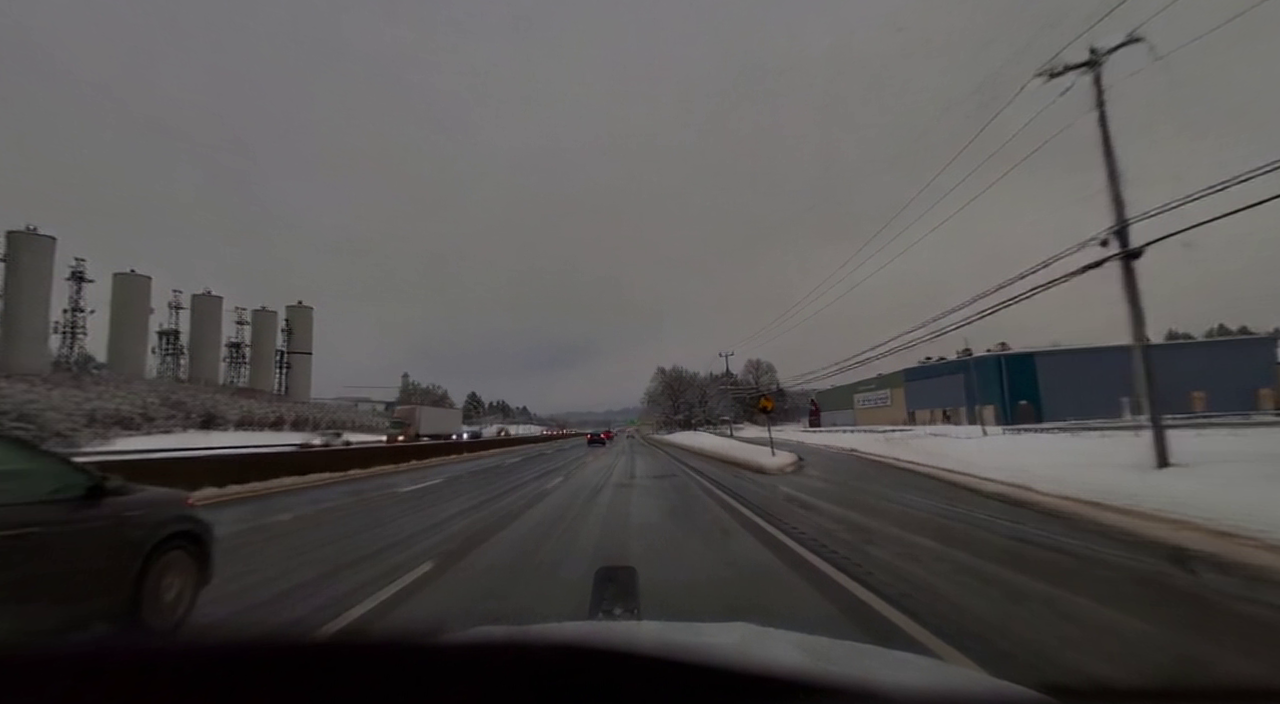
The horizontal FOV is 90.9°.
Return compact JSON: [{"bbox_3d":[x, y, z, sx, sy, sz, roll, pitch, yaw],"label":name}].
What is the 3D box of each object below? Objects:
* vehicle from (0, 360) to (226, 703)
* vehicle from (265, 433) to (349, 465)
[{"bbox_3d":[-3.930,0.774,2.296,2.023,1.621,4.174,0,-7,-1],"label":"vehicle"},{"bbox_3d":[-16.262,4.724,31.038,1.805,1.466,4.372,0,-7,-1],"label":"vehicle"}]
